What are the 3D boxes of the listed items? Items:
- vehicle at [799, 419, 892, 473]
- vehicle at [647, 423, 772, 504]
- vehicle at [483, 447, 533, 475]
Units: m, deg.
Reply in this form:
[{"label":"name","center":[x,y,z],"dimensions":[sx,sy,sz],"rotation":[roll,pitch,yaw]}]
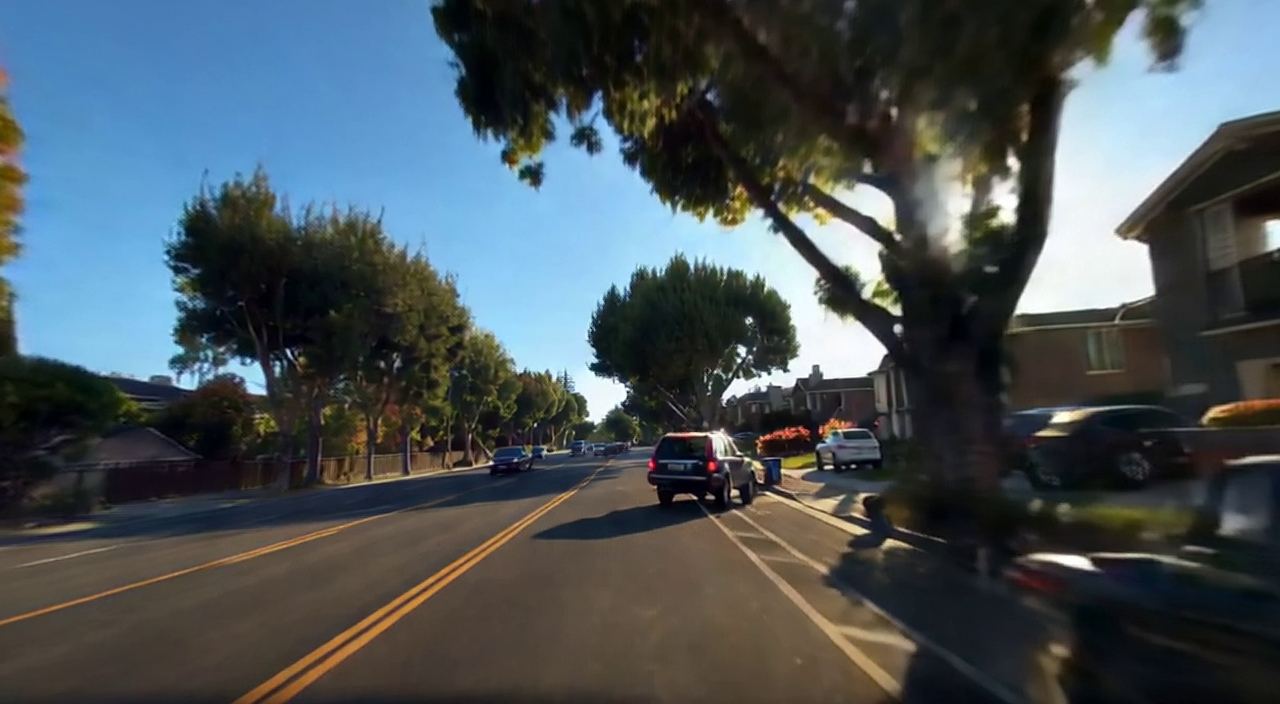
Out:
[{"label":"vehicle","center":[8.308,3.915,26.038],"dimensions":[2.007,1.803,4.835],"rotation":[-5,-9,-1]},{"label":"vehicle","center":[2.080,2.975,17.303],"dimensions":[2.268,1.862,4.724],"rotation":[-3,-9,21]},{"label":"vehicle","center":[-7.467,6.181,36.054],"dimensions":[1.894,1.476,4.429],"rotation":[0,-8,1]}]
